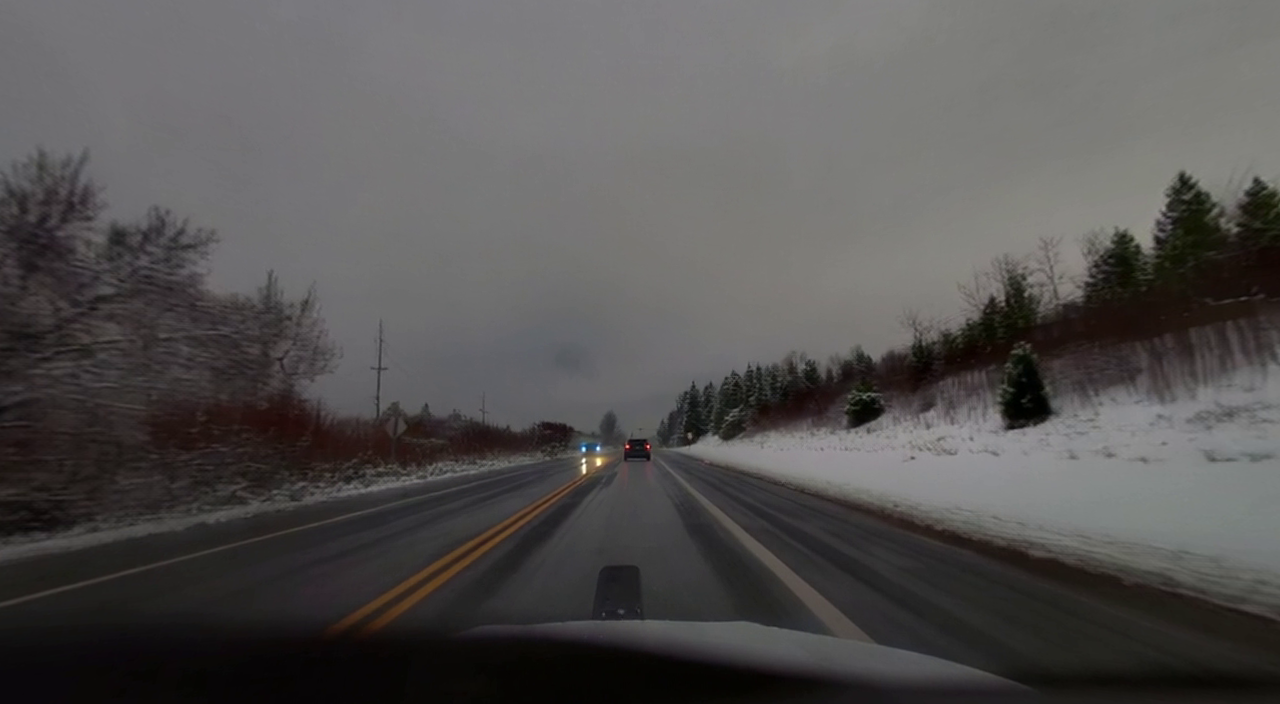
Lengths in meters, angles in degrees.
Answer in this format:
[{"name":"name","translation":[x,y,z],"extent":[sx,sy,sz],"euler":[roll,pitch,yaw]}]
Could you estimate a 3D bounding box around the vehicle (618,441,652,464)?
[{"name":"vehicle","translation":[-0.347,6.865,43.307],"extent":[2.186,1.486,3.861],"euler":[0,-9,0]}]
